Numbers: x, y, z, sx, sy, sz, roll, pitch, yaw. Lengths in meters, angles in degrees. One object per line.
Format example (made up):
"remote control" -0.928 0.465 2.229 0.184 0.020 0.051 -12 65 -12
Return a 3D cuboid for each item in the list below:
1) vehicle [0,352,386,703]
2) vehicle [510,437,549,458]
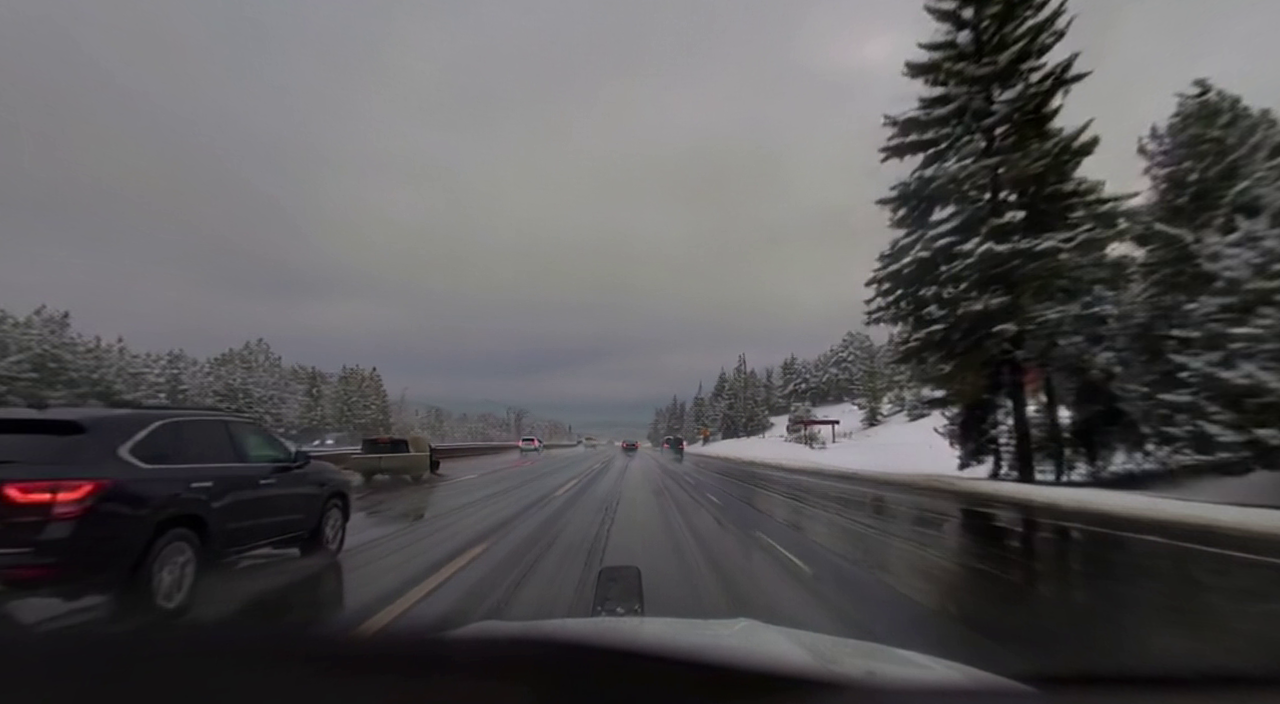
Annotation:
"vehicle" -4.054 1.154 4.934 2.166 1.700 4.661 0 -8 0
"vehicle" -7.882 6.886 45.535 2.020 1.447 4.322 0 -8 0
